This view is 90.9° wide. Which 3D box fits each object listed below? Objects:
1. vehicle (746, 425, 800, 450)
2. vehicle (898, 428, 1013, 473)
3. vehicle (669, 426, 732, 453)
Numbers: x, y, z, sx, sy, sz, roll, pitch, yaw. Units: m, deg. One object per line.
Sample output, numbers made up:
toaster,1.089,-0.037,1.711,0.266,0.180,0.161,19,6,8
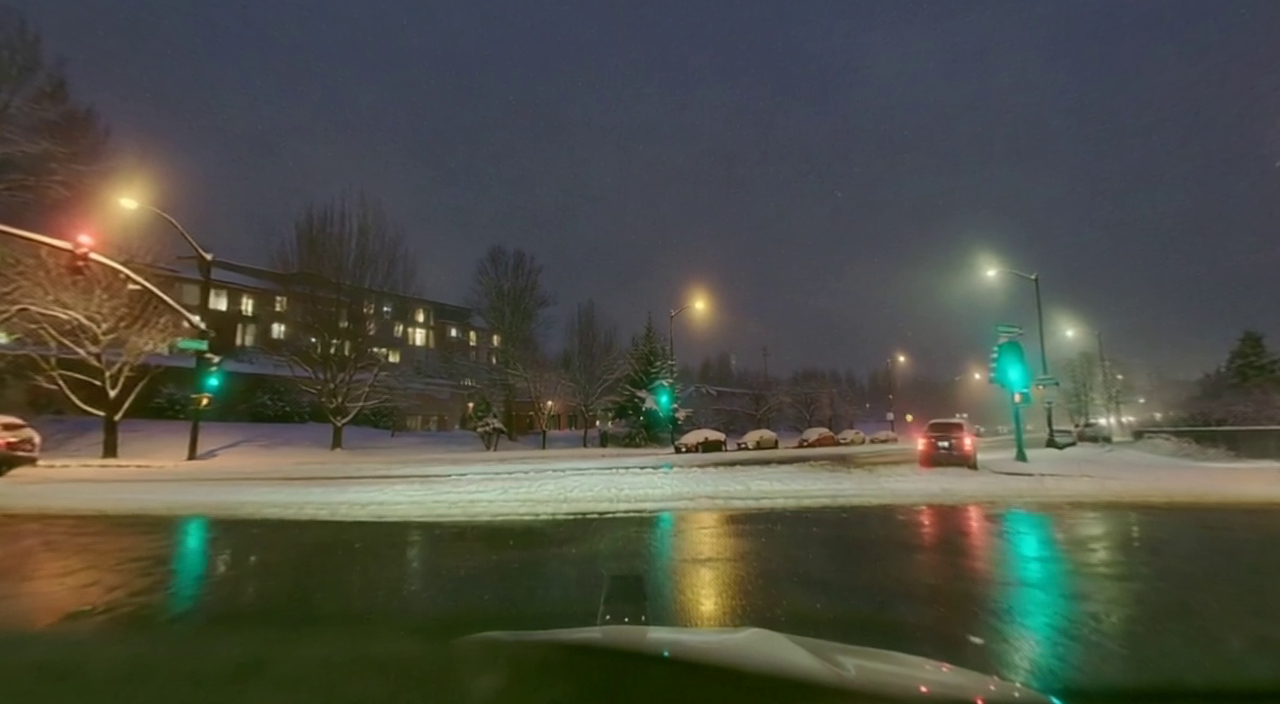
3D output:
vehicle,8.248,5.272,38.779,1.852,1.465,4.092,-5,-9,32
vehicle,11.577,3.651,23.565,2.148,1.488,4.508,0,-8,3
vehicle,3.935,5.675,40.620,1.922,1.628,4.291,-7,-10,40
